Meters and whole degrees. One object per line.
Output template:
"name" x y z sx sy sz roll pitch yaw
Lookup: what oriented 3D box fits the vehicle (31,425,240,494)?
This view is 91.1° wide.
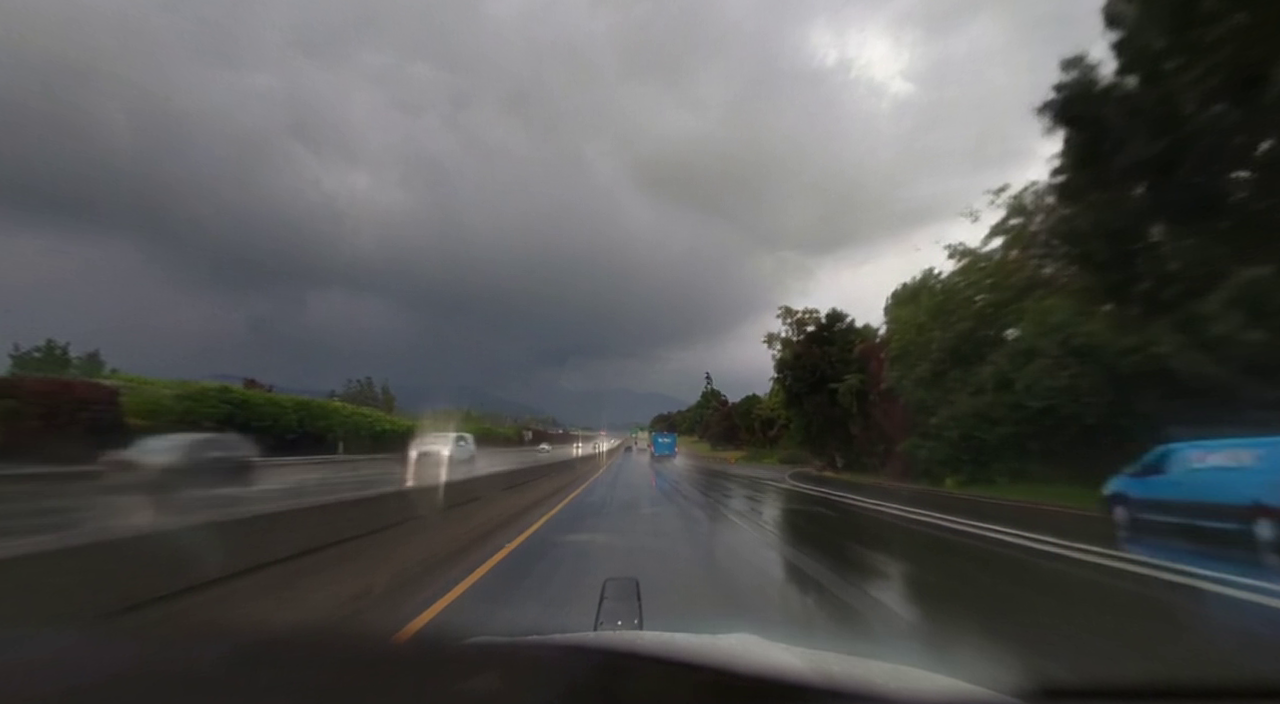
"vehicle" -12.685 2.759 16.245 1.965 1.531 4.110 0 -9 0

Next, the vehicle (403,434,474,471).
"vehicle" -8.727 4.412 27.557 1.835 1.514 3.837 0 -9 0

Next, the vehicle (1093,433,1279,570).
"vehicle" 7.904 1.745 7.597 1.942 1.462 3.926 0 -9 1
